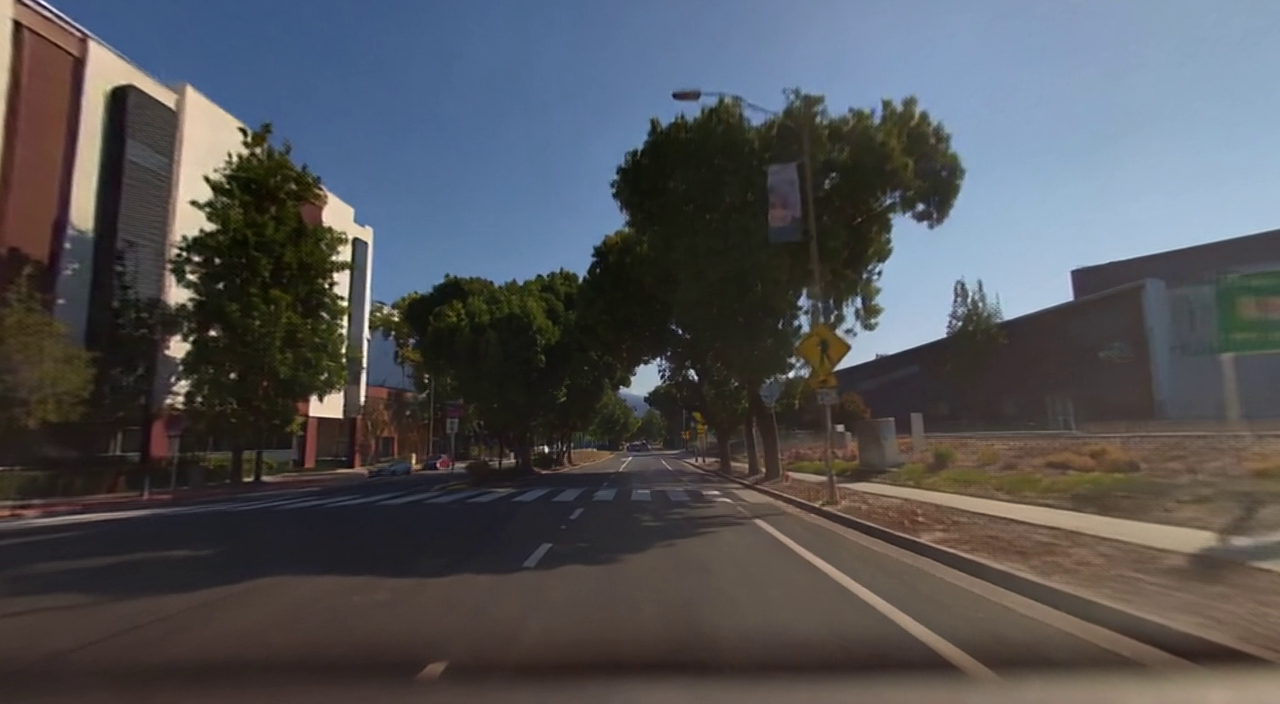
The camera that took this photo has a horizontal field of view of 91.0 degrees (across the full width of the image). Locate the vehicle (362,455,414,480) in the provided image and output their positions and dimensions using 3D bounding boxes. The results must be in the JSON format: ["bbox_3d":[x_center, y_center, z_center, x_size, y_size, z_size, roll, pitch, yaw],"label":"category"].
[{"bbox_3d":[-16.694,7.662,41.861,1.810,1.478,4.233,-3,-10,-1],"label":"vehicle"}]
